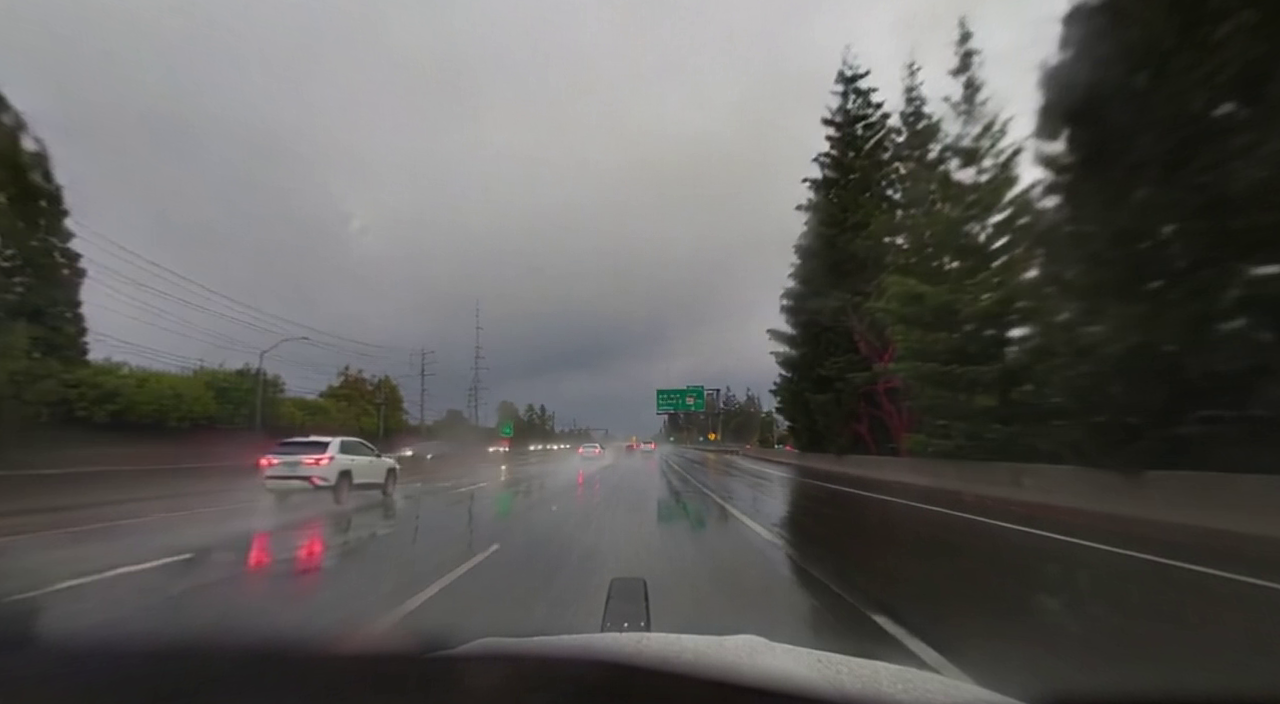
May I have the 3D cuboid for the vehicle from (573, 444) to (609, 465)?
[{"bbox_3d":[-3.409,7.218,44.486,2.048,1.368,4.613,0,-9,1],"label":"vehicle"}]

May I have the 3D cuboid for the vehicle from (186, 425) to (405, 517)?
[{"bbox_3d":[-7.322,2.582,14.188,2.118,1.696,4.836,0,-9,1],"label":"vehicle"}]
